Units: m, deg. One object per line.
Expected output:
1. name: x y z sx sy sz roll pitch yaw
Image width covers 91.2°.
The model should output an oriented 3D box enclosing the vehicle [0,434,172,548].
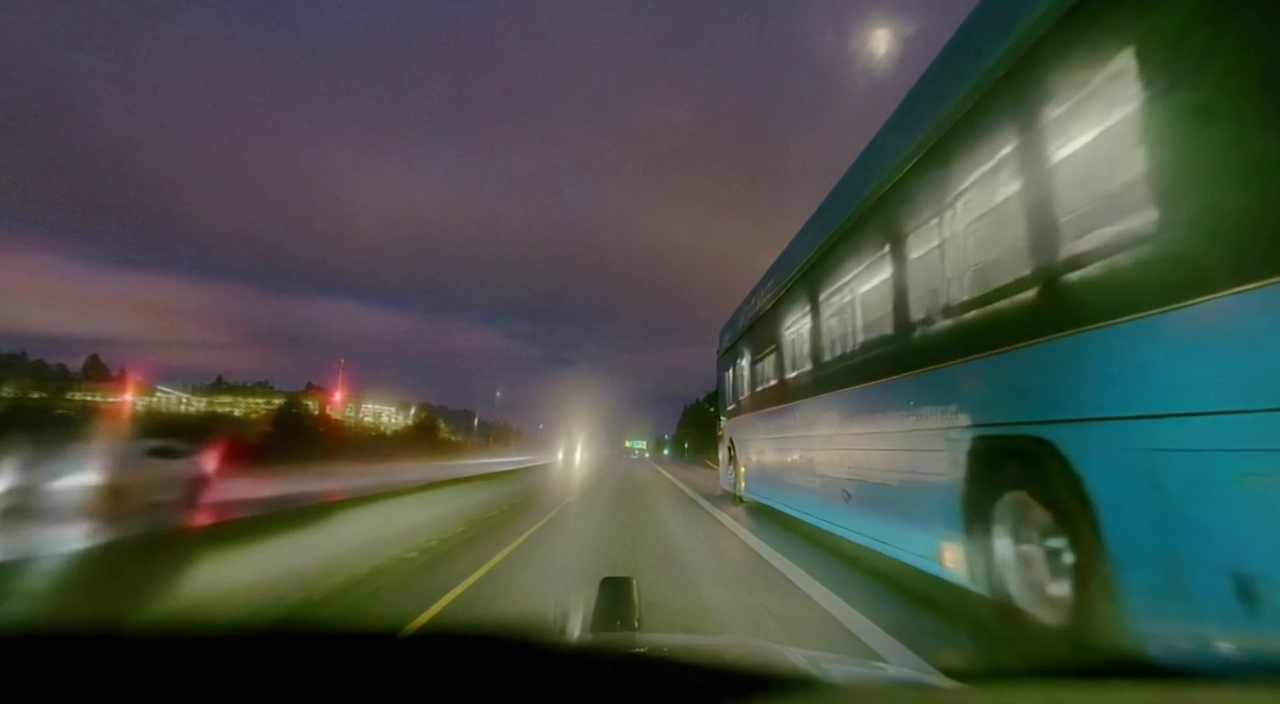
1. vehicle: -9.197 1.917 8.867 1.872 1.461 4.227 0 -9 0

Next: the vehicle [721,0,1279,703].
1. vehicle: 3.661 0.282 7.407 3.277 4.084 14.213 0 -9 -1
